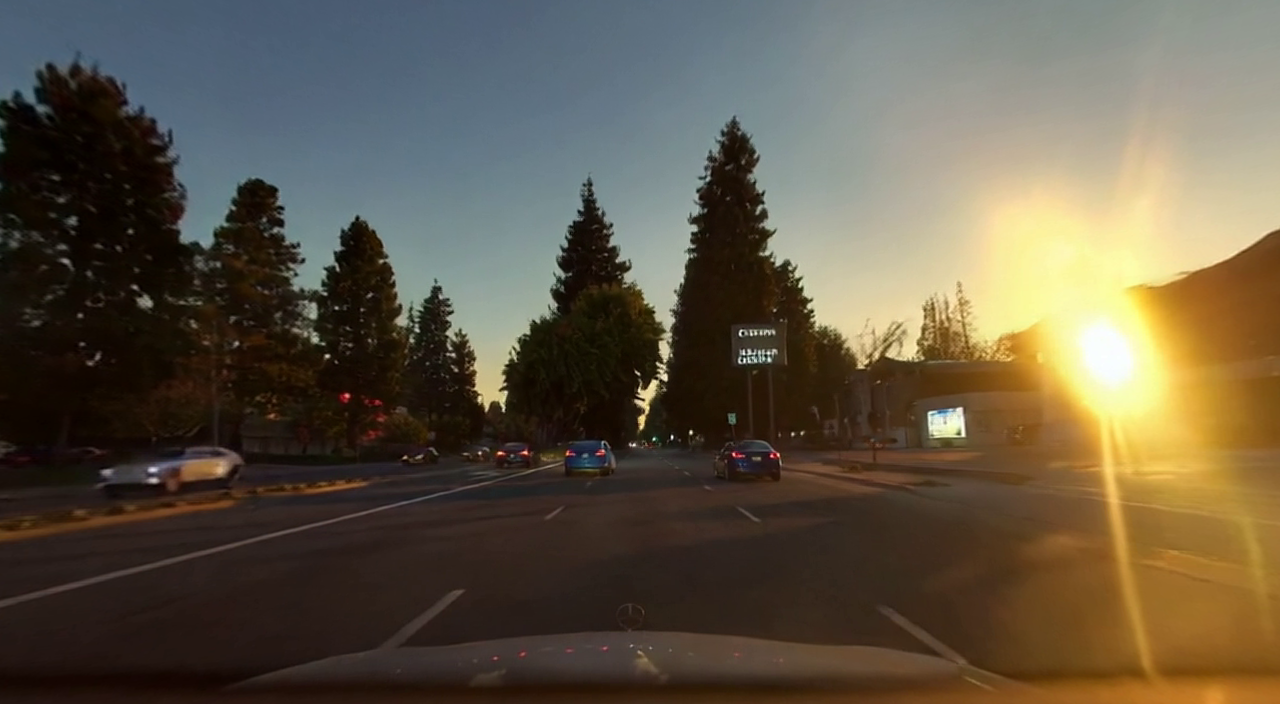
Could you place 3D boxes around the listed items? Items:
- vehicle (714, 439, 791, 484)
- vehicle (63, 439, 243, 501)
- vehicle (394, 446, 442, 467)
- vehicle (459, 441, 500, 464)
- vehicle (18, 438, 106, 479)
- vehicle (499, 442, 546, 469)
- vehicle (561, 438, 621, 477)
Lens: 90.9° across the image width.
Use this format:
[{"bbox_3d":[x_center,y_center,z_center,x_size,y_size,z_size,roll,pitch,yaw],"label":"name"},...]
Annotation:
[{"bbox_3d":[4.034,3.985,23.347,1.977,1.474,4.399,0,-8,-1],"label":"vehicle"},{"bbox_3d":[-15.307,3.682,20.239,2.052,1.729,4.598,0,-8,0],"label":"vehicle"},{"bbox_3d":[-16.056,7.564,45.838,1.841,1.479,4.286,0,-8,1],"label":"vehicle"},{"bbox_3d":[-11.989,7.548,47.411,1.944,1.662,4.160,0,-8,1],"label":"vehicle"},{"bbox_3d":[-40.299,7.433,44.070,3.598,2.686,2.811,4,-9,-24],"label":"vehicle"},{"bbox_3d":[-6.706,5.938,36.417,1.993,1.444,3.965,0,-8,-1],"label":"vehicle"},{"bbox_3d":[-2.008,4.456,26.943,2.001,1.504,4.212,-1,-8,3],"label":"vehicle"}]
